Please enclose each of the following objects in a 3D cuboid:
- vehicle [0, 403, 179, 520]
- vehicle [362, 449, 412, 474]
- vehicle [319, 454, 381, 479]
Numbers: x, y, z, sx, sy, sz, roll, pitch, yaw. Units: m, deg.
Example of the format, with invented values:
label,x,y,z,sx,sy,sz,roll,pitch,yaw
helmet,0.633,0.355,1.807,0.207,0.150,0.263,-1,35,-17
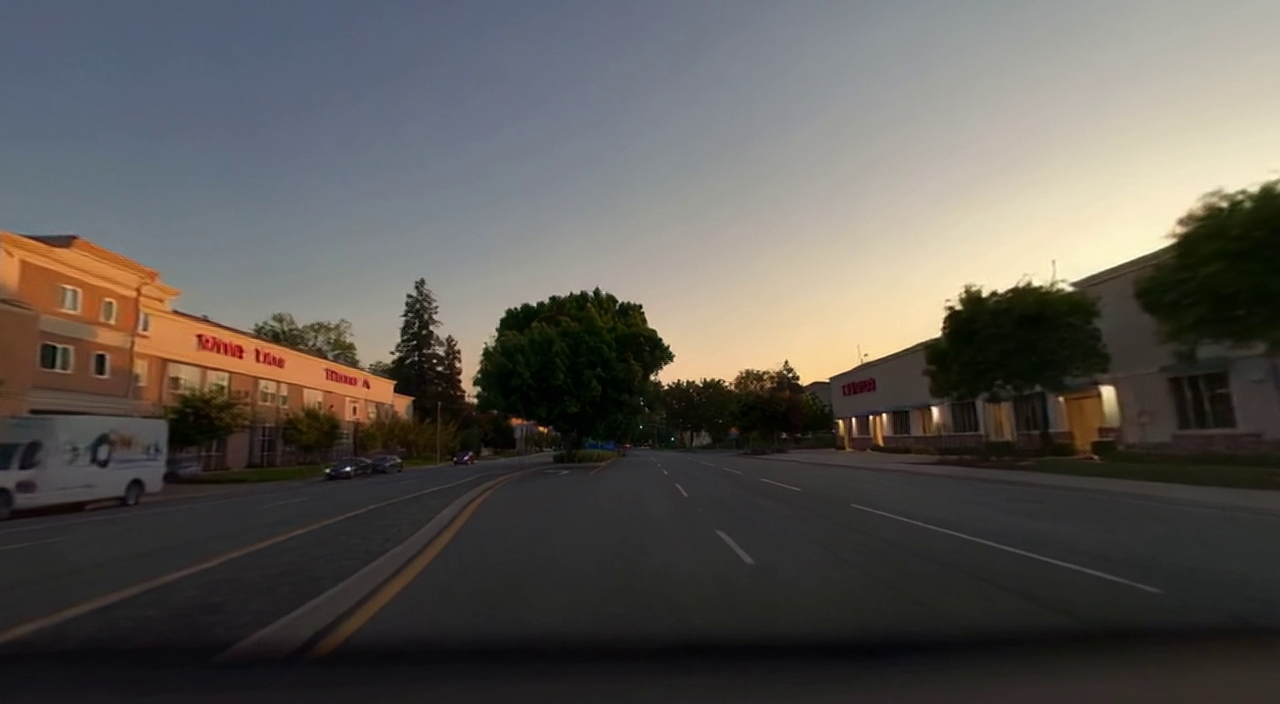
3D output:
label,x,y,z,sx,sy,sz,roll,pitch,yaw
vehicle,-19.270,3.549,20.809,2.834,3.225,6.752,-1,-9,2
vehicle,-19.297,8.342,48.400,1.976,1.766,4.677,0,-9,-1
vehicle,-19.194,7.549,42.035,1.925,1.485,4.821,0,-9,-1
